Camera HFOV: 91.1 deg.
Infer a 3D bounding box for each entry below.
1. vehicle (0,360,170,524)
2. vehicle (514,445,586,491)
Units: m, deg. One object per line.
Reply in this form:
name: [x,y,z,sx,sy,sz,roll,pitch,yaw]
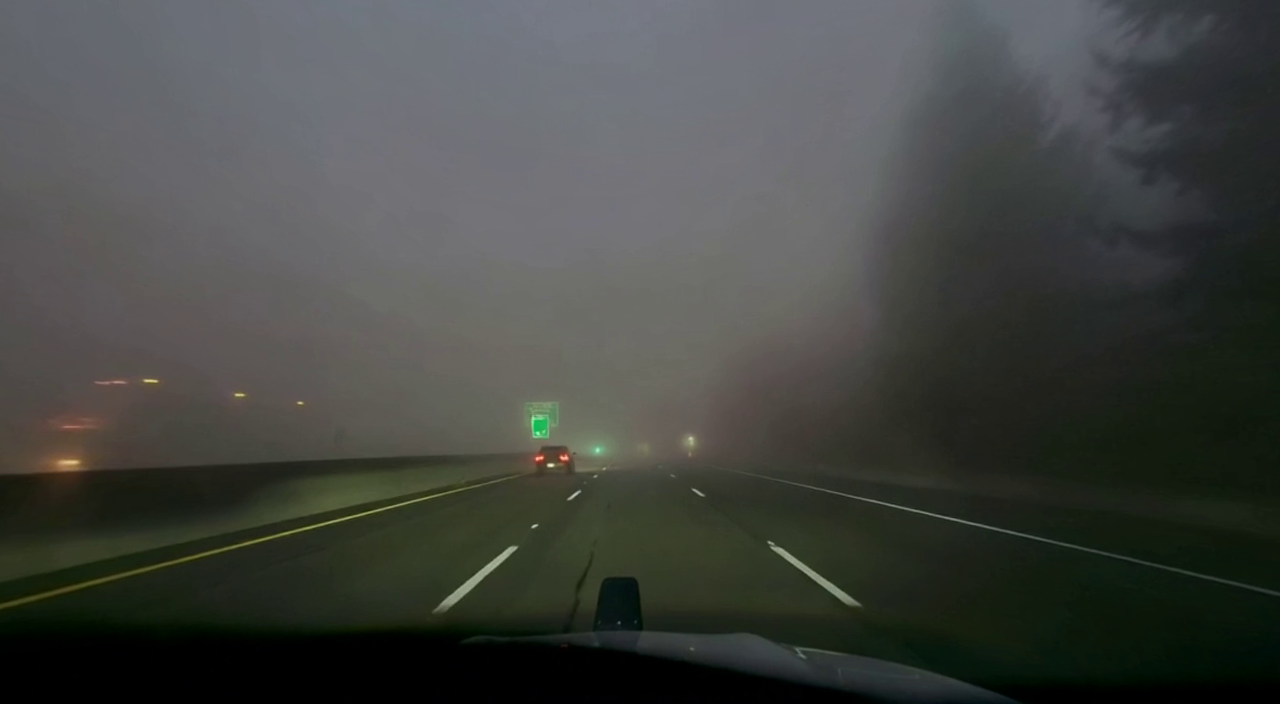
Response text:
vehicle: [-16.885,2.531,17.413,3.011,3.895,5.853,0,-9,-1]
vehicle: [-3.245,4.279,23.502,2.100,1.525,4.179,0,-9,0]
